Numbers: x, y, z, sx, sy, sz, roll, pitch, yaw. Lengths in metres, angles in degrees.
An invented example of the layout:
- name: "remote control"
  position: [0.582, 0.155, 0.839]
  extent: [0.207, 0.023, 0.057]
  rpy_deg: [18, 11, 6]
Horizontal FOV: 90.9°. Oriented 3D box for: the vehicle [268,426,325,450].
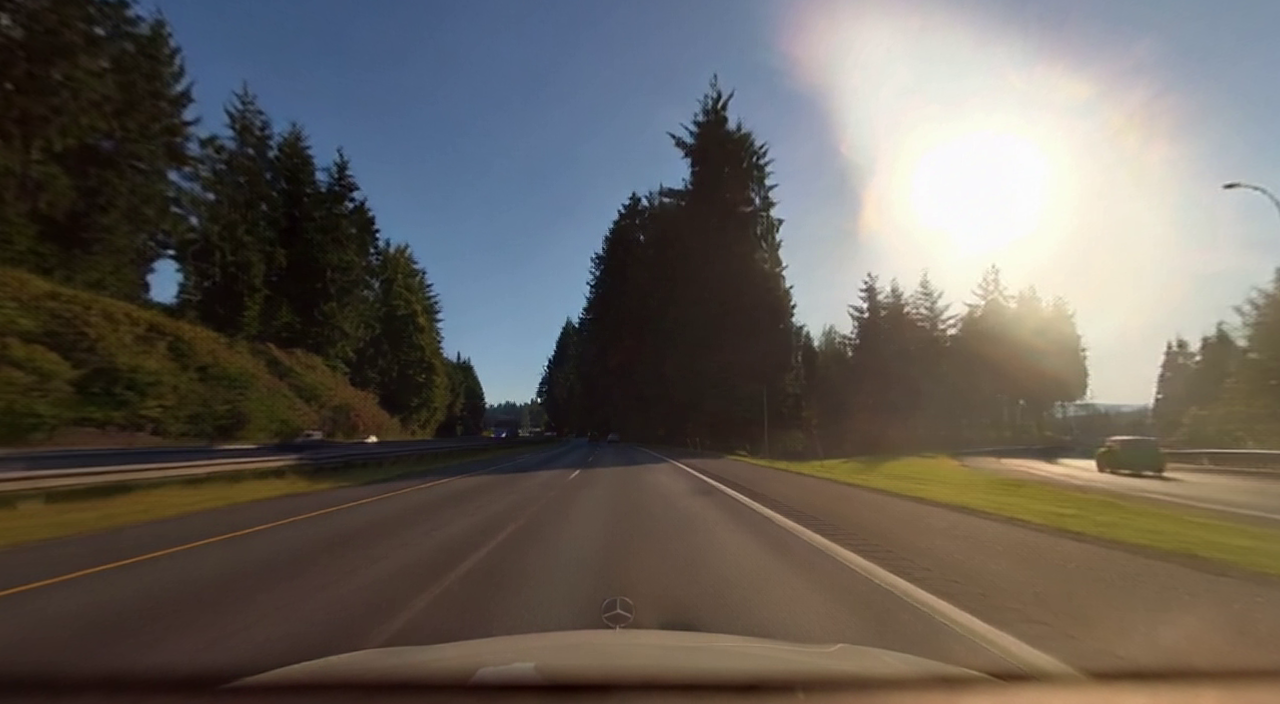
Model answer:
- name: "vehicle"
  position: [-23.117, 5.795, 42.551]
  extent: [1.845, 1.495, 4.167]
  rpy_deg: [1, -8, -6]
